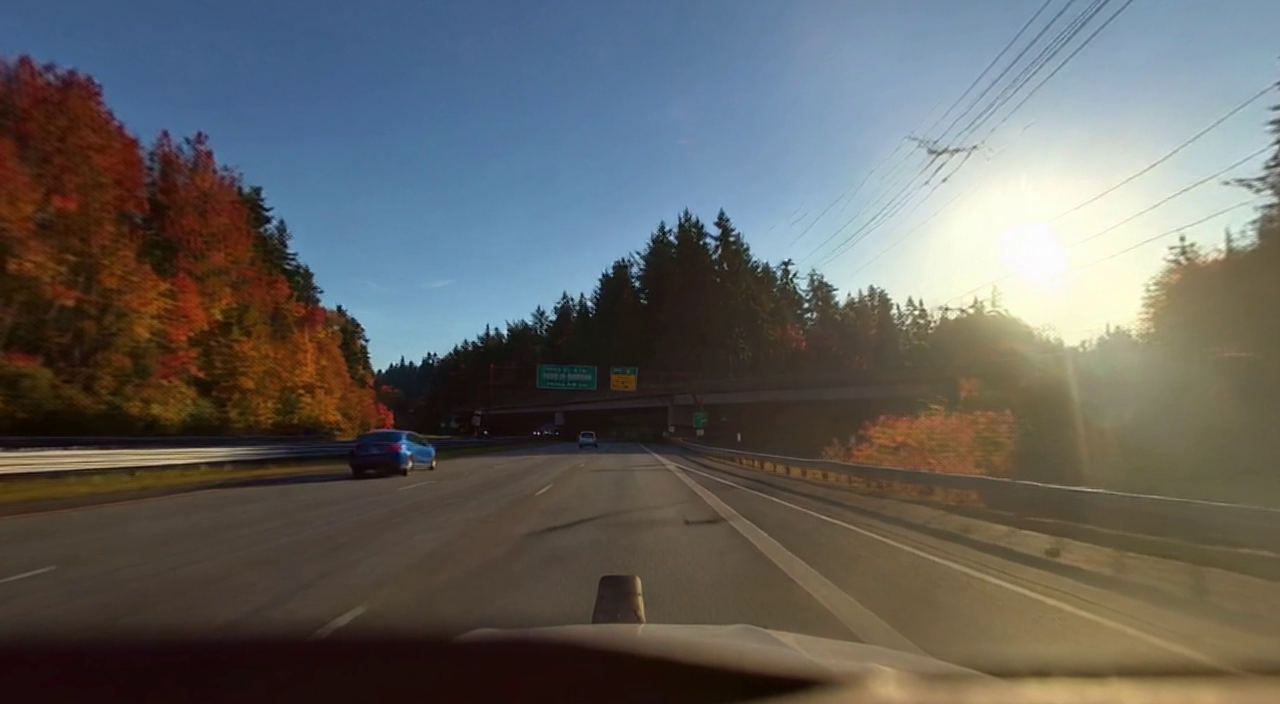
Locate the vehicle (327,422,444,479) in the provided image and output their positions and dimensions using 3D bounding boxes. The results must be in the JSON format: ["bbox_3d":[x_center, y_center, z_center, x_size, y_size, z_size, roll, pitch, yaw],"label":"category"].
[{"bbox_3d":[-8.203,3.212,20.826,1.987,1.677,4.580,0,-8,0],"label":"vehicle"}]
